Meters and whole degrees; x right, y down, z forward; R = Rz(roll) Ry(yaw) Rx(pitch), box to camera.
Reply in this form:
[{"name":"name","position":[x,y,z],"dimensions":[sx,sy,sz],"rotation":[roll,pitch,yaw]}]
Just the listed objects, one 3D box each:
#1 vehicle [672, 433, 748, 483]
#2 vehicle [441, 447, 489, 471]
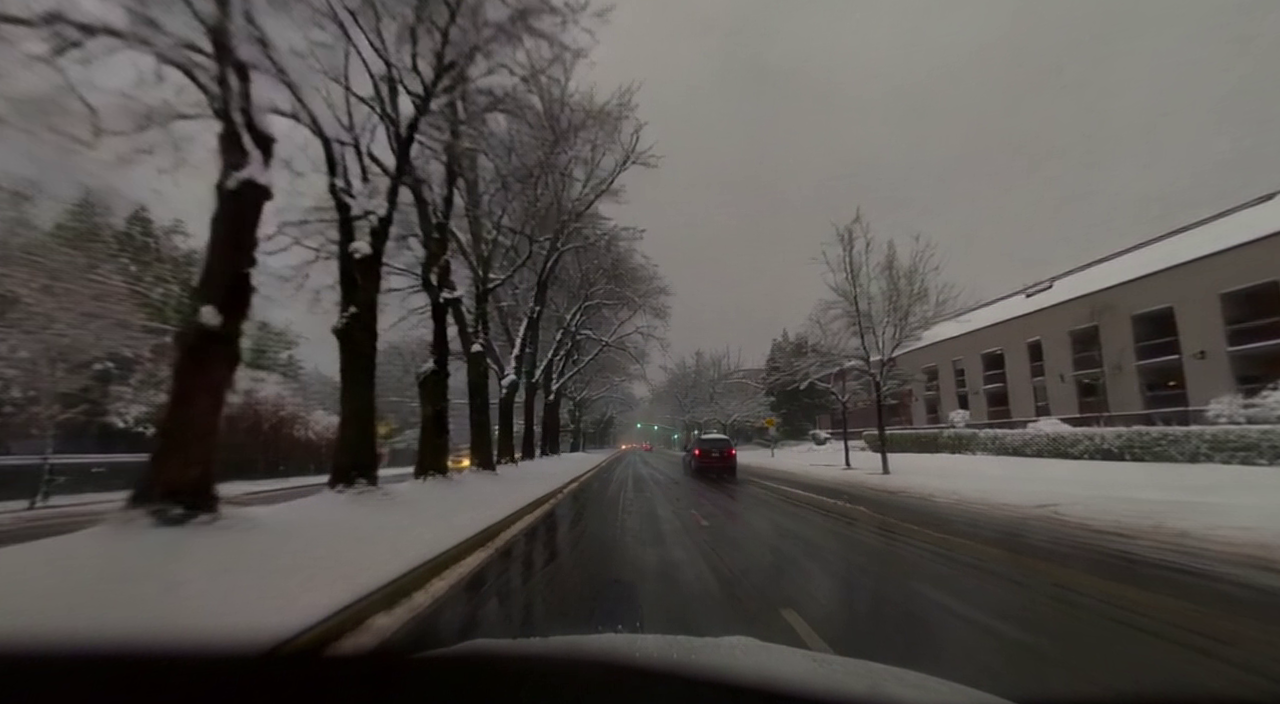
[{"name":"vehicle","position":[2.571,4.050,24.426],"dimensions":[2.240,1.740,4.605],"rotation":[0,-8,-2]},{"name":"vehicle","position":[-12.282,7.520,44.666],"dimensions":[1.888,1.615,5.012],"rotation":[0,-8,0]}]
